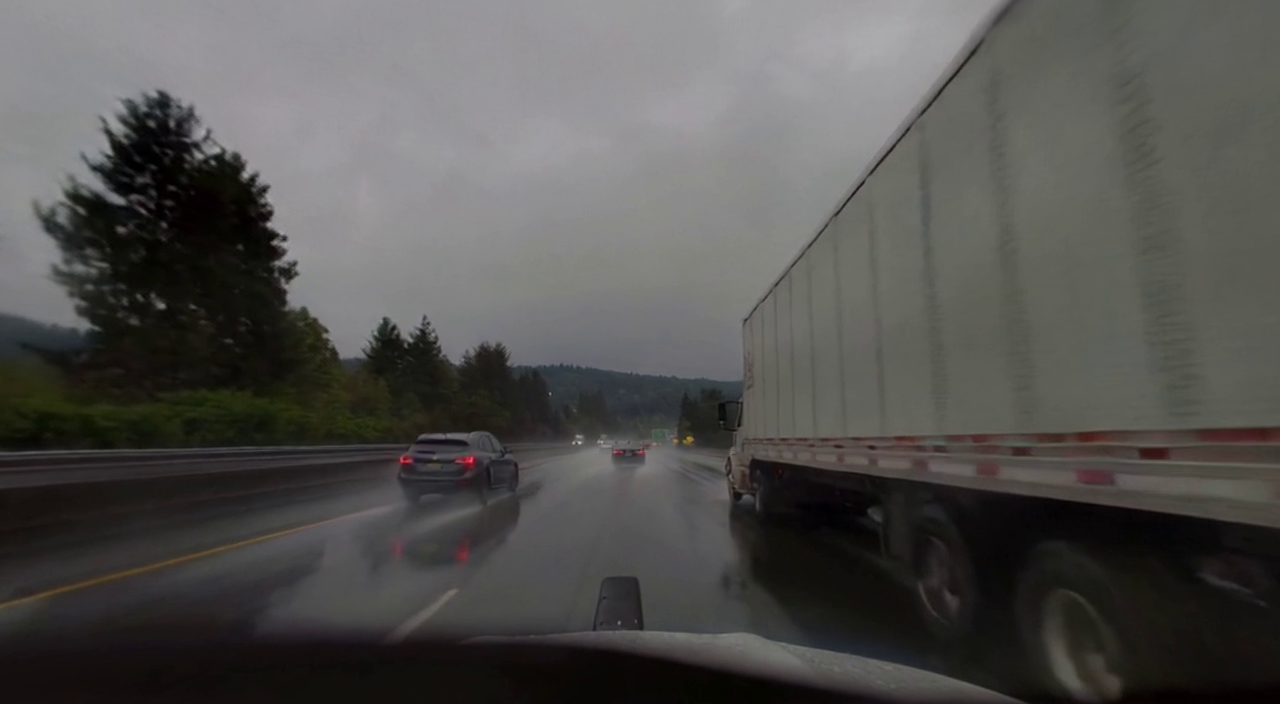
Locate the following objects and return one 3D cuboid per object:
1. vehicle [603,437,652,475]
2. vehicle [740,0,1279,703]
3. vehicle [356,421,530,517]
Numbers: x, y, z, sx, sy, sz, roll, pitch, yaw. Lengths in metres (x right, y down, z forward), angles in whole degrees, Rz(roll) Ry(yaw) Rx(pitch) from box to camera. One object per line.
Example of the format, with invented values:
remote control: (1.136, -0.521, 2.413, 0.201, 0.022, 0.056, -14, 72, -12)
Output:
vehicle: (-0.541, 4.683, 28.588, 2.048, 1.563, 4.087, 0, -8, -1)
vehicle: (3.860, 0.341, 7.591, 2.946, 4.111, 14.652, 0, -8, 0)
vehicle: (-3.955, 2.435, 13.669, 2.264, 1.699, 4.648, 0, -8, 0)
